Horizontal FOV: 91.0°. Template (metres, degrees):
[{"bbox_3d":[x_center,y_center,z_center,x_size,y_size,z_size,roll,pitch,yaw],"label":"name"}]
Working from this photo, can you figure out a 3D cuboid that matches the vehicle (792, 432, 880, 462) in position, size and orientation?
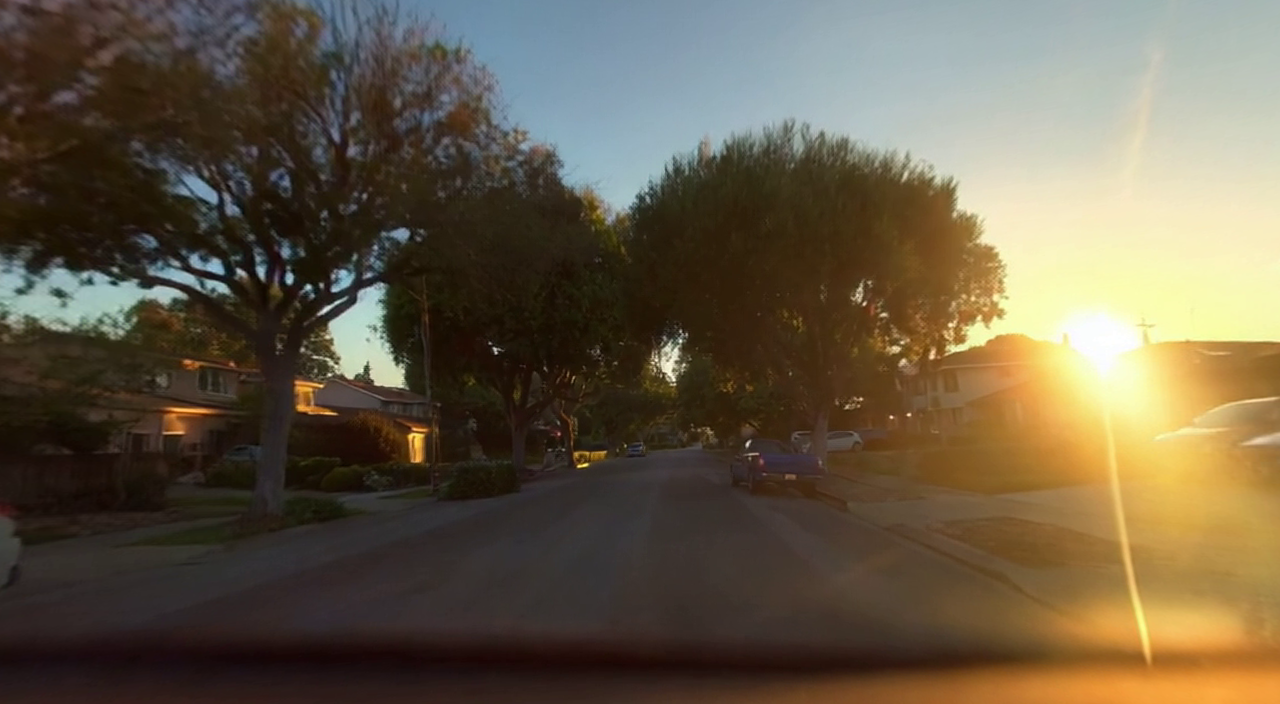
[{"bbox_3d":[11.843,5.782,38.253,4.710,1.512,1.894,-4,-9,3],"label":"vehicle"}]

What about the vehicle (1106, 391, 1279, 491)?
[{"bbox_3d":[11.717,1.661,11.764,4.345,1.720,1.935,0,-8,2],"label":"vehicle"}]

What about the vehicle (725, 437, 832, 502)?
[{"bbox_3d":[3.510,3.061,16.823,2.006,1.494,4.211,0,-9,1],"label":"vehicle"}]
